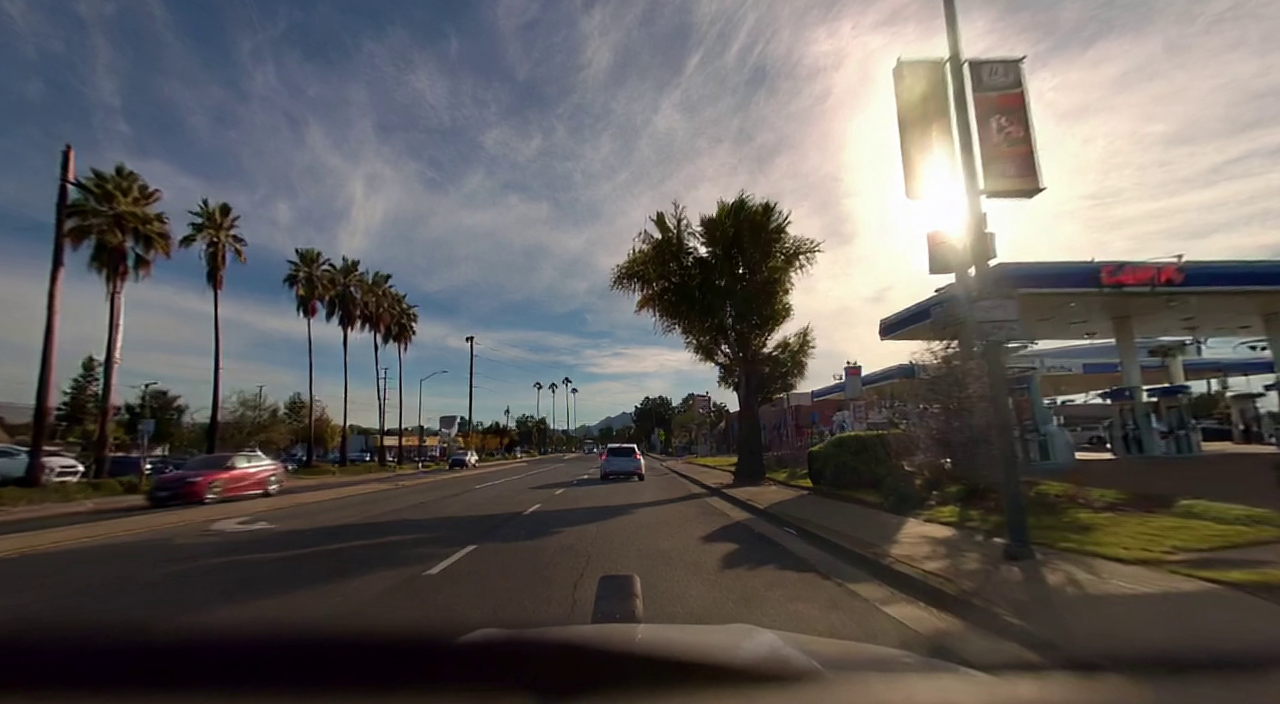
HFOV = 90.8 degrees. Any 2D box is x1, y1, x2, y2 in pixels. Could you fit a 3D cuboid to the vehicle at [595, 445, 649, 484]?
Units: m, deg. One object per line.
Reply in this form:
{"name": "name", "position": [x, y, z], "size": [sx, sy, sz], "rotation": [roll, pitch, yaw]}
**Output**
{"name": "vehicle", "position": [-0.740, 4.643, 26.520], "size": [2.076, 1.486, 4.119], "rotation": [0, -8, -1]}

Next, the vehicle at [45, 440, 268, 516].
{"name": "vehicle", "position": [-14.279, 3.705, 19.342], "size": [2.287, 1.929, 5.742], "rotation": [0, -8, -1]}
